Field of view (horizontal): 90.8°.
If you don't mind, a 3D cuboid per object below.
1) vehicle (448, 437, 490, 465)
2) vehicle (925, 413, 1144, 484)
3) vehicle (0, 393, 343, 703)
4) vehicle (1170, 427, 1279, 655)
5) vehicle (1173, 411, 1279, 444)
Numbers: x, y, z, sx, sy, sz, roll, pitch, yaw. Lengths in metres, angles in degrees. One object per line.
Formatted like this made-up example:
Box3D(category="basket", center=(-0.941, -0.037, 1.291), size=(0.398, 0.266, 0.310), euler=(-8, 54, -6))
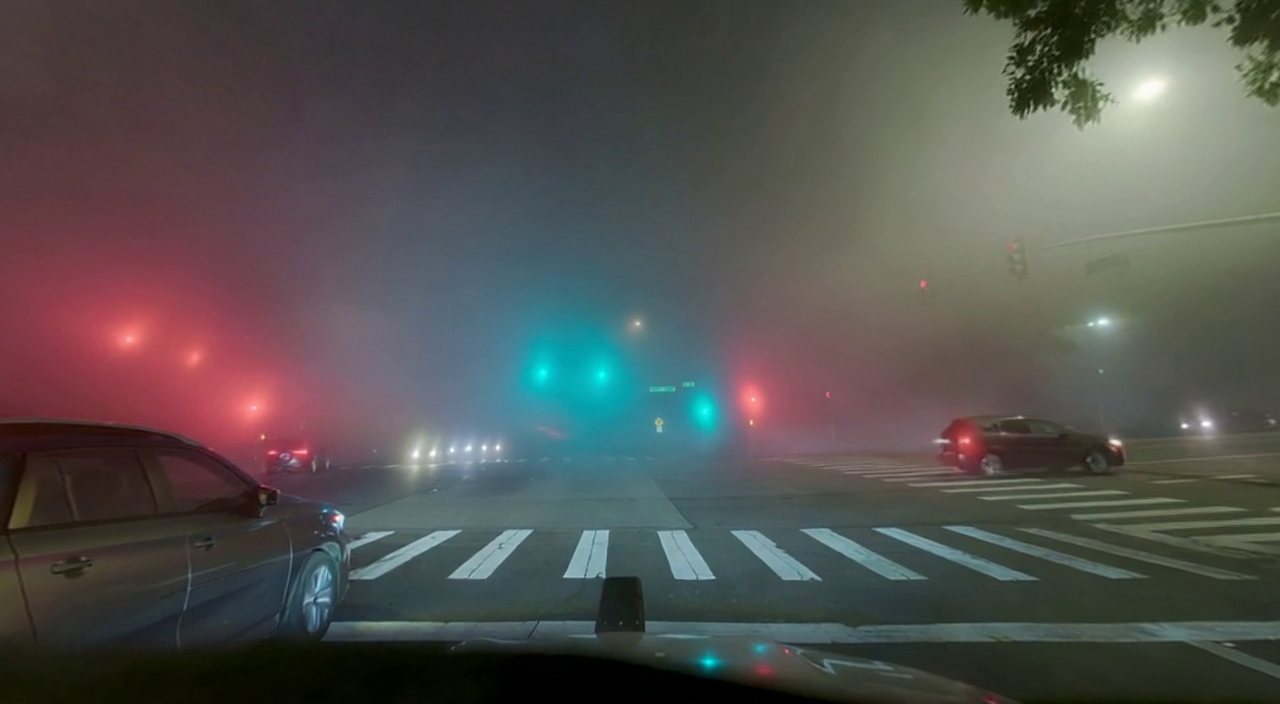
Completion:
Box3D(category="vehicle", center=(-12.806, 7.421, 47.515), size=(2.051, 1.715, 4.346), euler=(-3, -6, -2))
Box3D(category="vehicle", center=(11.082, 2.769, 18.160), size=(4.778, 1.871, 2.109), euler=(-2, -8, 9))
Box3D(category="vehicle", center=(-3.064, 0.895, 2.149), size=(1.919, 1.478, 4.720), euler=(0, -8, -1))
Box3D(category="vehicle", center=(4.935, 0.988, 2.550), size=(1.949, 1.449, 4.530), euler=(-1, -8, 5))
Box3D(category="vehicle", center=(33.178, 4.261, 35.438), size=(4.611, 1.797, 2.096), euler=(0, -8, -2))
